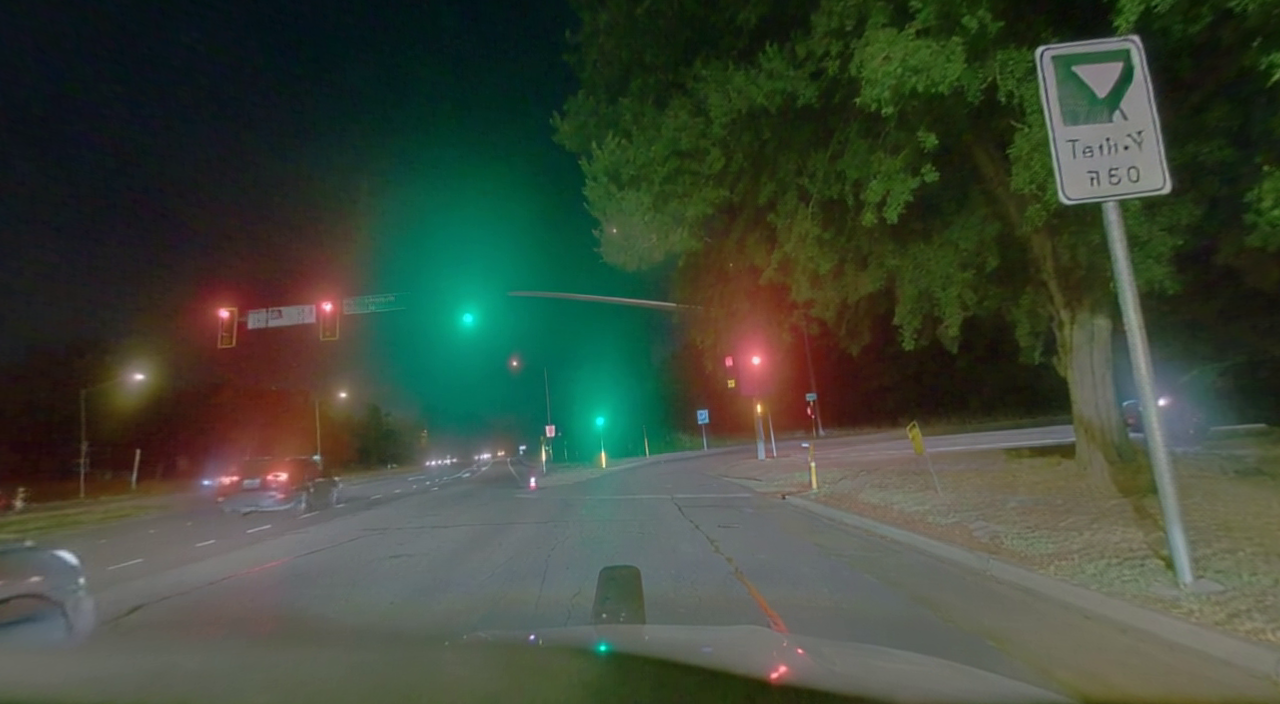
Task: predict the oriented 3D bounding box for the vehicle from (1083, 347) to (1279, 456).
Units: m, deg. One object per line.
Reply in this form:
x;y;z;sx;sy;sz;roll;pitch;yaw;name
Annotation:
10.663;1.062;11.784;1.855;1.669;4.529;-1;-9;6;vehicle

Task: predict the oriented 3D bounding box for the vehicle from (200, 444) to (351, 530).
-9.066;3.315;16.197;2.062;1.740;4.198;-2;-8;-11;vehicle

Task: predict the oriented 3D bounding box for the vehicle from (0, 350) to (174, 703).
-3.289;0.638;0.776;2.134;1.707;4.471;0;-8;-3;vehicle
